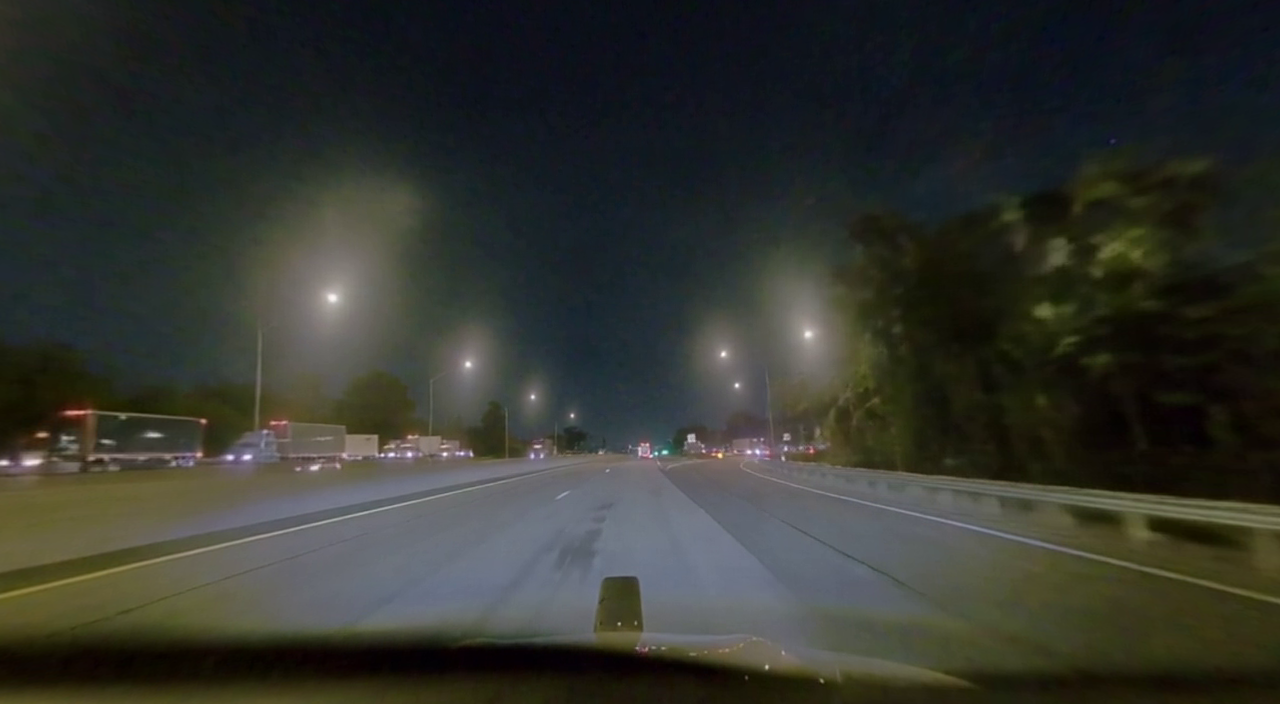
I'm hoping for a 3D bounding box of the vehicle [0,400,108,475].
[{"bbox_3d":[-35.564,5.037,36.254,2.785,3.969,7.482,-3,-8,1],"label":"vehicle"}]
